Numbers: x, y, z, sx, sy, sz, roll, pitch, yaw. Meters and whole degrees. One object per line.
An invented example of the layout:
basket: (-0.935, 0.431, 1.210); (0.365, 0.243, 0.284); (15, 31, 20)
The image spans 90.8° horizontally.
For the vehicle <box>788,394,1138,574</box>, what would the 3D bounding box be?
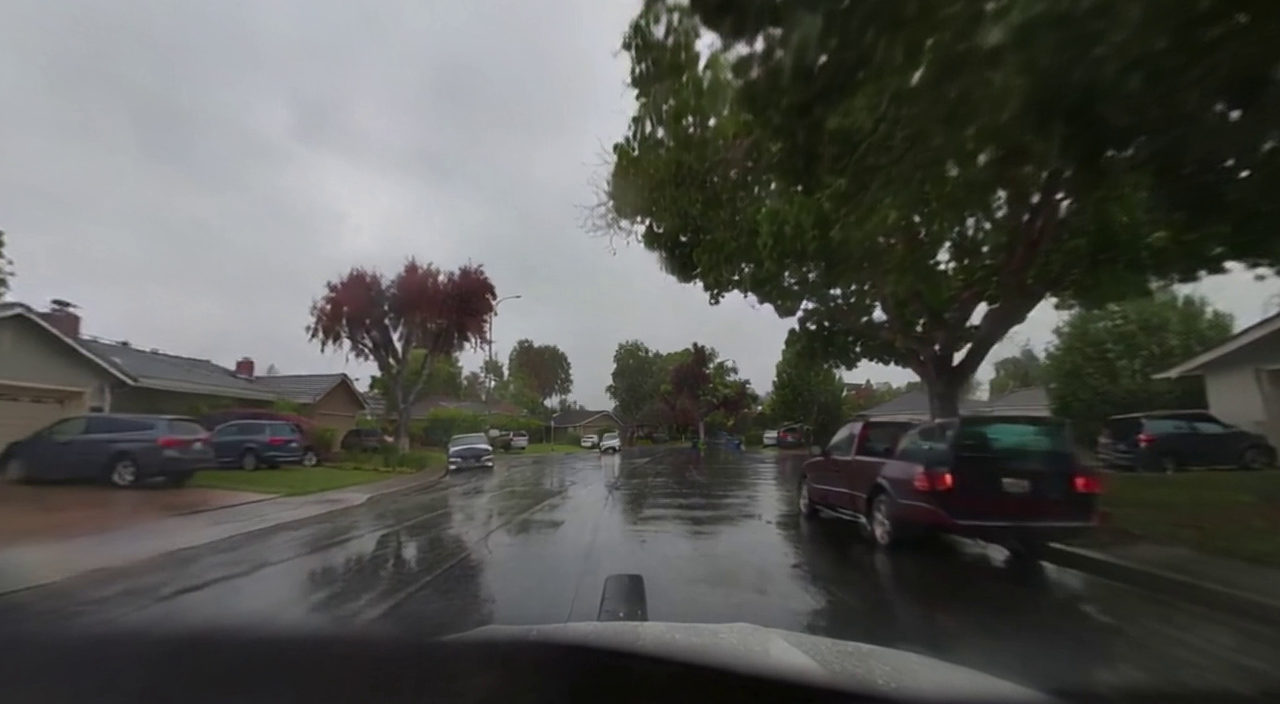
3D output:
vehicle: (3.928, 1.701, 9.137); (2.235, 1.829, 5.194); (0, -8, -1)

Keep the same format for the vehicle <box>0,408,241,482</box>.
vehicle: (-11.778, 2.083, 14.185); (4.221, 1.508, 2.032); (0, -8, 0)

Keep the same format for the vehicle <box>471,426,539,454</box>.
vehicle: (-9.558, 6.204, 44.543); (2.305, 1.824, 5.096); (7, -11, -43)

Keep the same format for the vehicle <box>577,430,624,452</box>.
vehicle: (-2.972, 6.608, 46.890); (1.932, 1.518, 4.343); (4, -9, -26)

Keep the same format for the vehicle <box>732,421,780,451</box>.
vehicle: (8.167, 6.001, 45.055); (2.455, 2.018, 5.271); (0, -8, 0)

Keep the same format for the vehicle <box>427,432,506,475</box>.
vehicle: (-6.794, 3.843, 24.361); (2.236, 1.459, 4.832); (3, -9, -23)

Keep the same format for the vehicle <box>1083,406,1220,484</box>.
vehicle: (12.444, 2.286, 15.705); (1.946, 1.633, 4.420); (-5, -9, 31)

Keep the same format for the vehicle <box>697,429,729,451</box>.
vehicle: (5.162, 6.316, 45.314); (1.833, 1.540, 3.532); (0, -8, -1)
